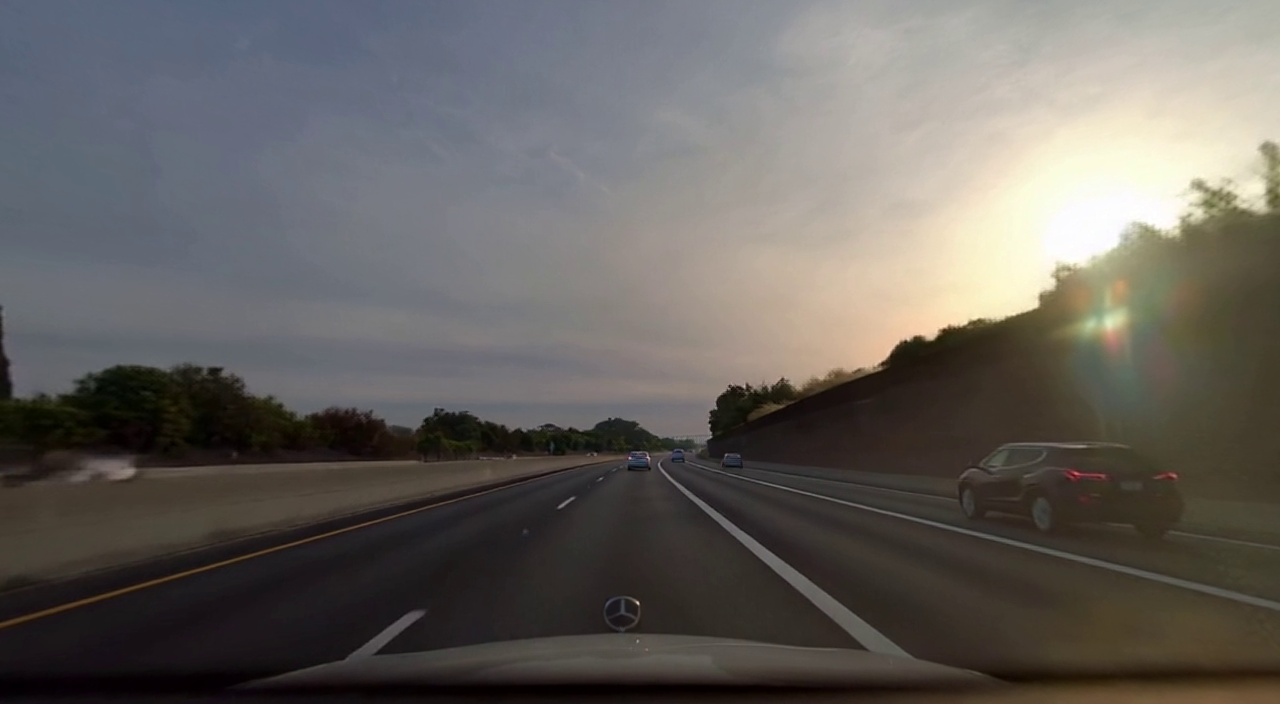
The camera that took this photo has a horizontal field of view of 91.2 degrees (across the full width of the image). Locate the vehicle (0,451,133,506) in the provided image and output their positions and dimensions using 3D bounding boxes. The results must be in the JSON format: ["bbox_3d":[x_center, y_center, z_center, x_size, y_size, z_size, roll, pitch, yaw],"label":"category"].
[{"bbox_3d":[-19.332,4.065,20.539,1.877,1.572,4.091,-1,-9,1],"label":"vehicle"}]

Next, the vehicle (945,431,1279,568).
[{"bbox_3d":[6.819,2.040,9.485,2.008,1.533,4.592,0,-9,-1],"label":"vehicle"}]

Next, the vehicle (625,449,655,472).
[{"bbox_3d":[0.009,7.844,45.406,2.025,1.526,4.181,0,-9,0],"label":"vehicle"}]

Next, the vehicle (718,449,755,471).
[{"bbox_3d":[6.854,7.697,44.717,1.941,1.485,3.701,0,-9,-1],"label":"vehicle"}]
